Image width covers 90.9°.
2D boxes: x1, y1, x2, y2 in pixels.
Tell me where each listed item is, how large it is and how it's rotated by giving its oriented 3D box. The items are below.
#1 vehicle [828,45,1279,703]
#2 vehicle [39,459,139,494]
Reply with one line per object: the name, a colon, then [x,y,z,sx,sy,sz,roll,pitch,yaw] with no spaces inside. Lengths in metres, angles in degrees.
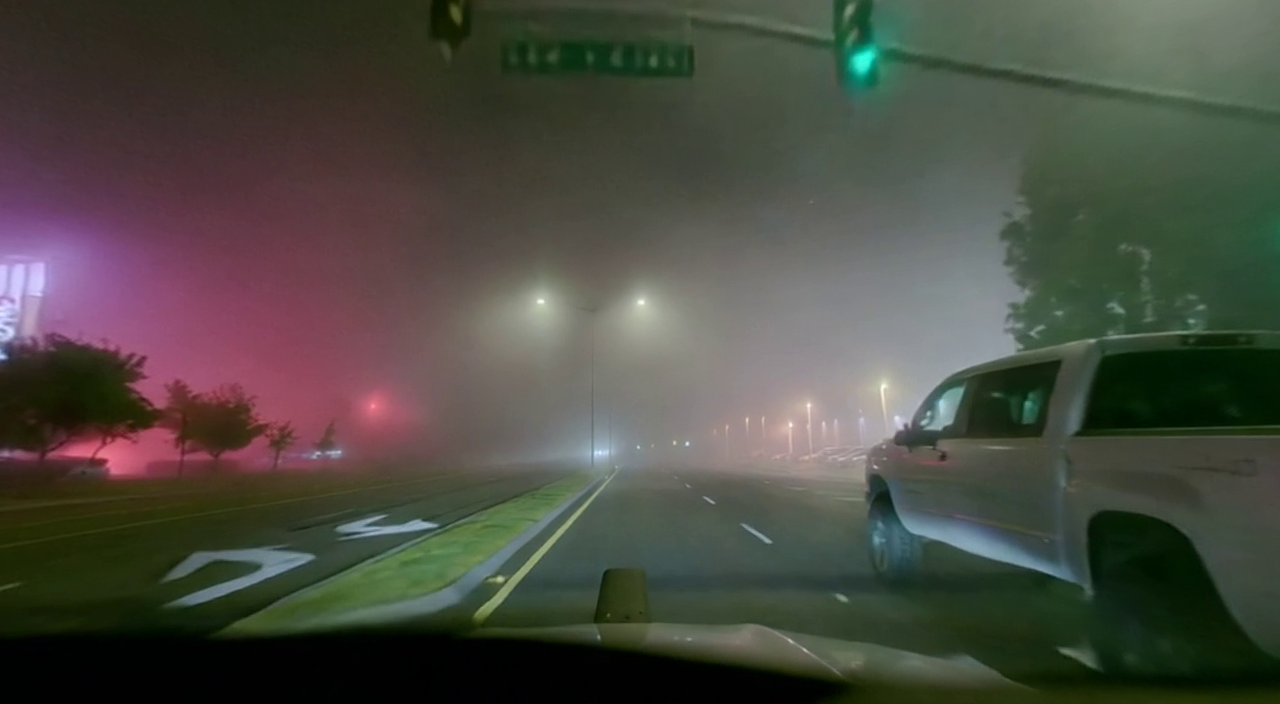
vehicle: [3.325,0.622,3.910,2.484,2.642,5.990,-1,-8,1]
vehicle: [-28.163,6.357,32.280,3.885,1.425,1.660,-4,-6,7]
